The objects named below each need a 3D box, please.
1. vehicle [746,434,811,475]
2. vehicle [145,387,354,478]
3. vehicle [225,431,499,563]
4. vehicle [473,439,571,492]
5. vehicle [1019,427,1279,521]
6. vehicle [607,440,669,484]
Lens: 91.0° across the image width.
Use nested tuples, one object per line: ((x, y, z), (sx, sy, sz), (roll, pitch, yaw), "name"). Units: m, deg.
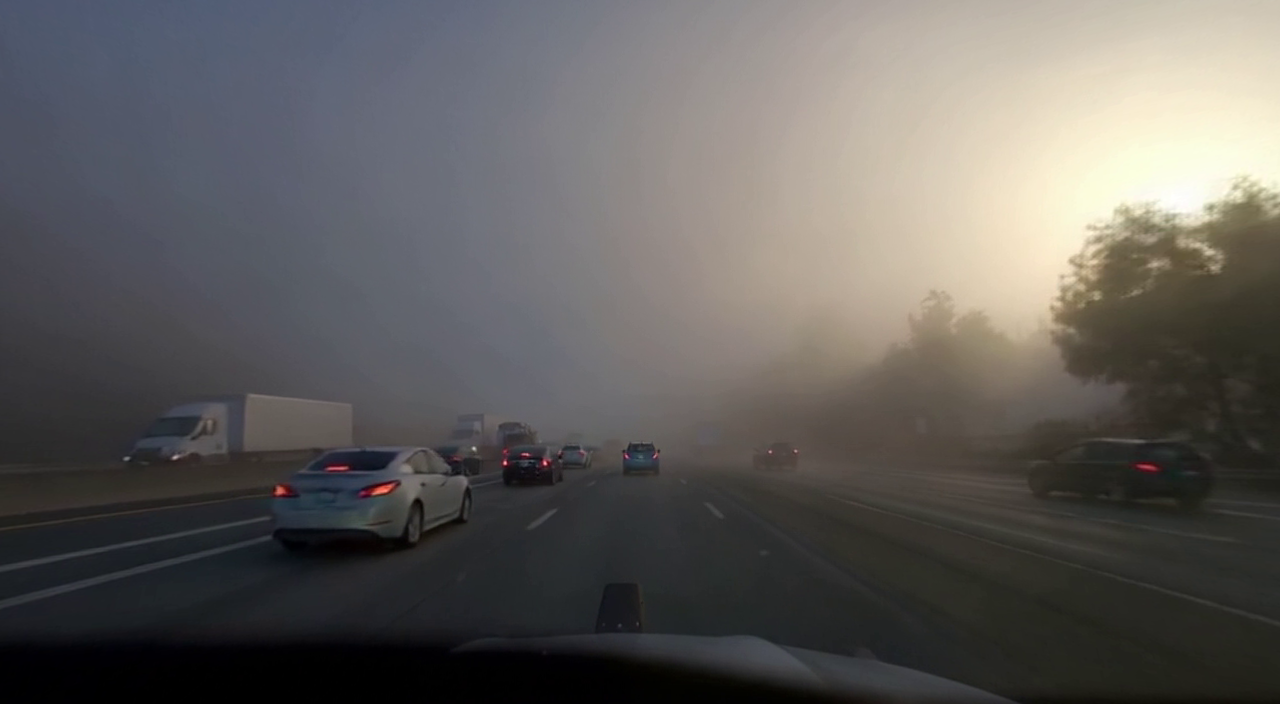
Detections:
((6.451, 4.832, 29.809), (1.992, 1.745, 4.329), (0, -9, -1), "vehicle")
((-18.813, 4.208, 31.866), (2.989, 3.764, 11.425), (0, -9, 1), "vehicle")
((-3.569, 1.941, 9.146), (2.025, 1.449, 4.190), (0, -9, 1), "vehicle")
((-3.540, 3.534, 19.907), (2.098, 1.463, 4.578), (0, -9, 2), "vehicle")
((10.189, 2.449, 13.077), (2.066, 1.629, 3.945), (0, -9, -1), "vehicle")
((-0.078, 3.984, 23.127), (2.053, 1.461, 3.941), (0, -9, 0), "vehicle")
